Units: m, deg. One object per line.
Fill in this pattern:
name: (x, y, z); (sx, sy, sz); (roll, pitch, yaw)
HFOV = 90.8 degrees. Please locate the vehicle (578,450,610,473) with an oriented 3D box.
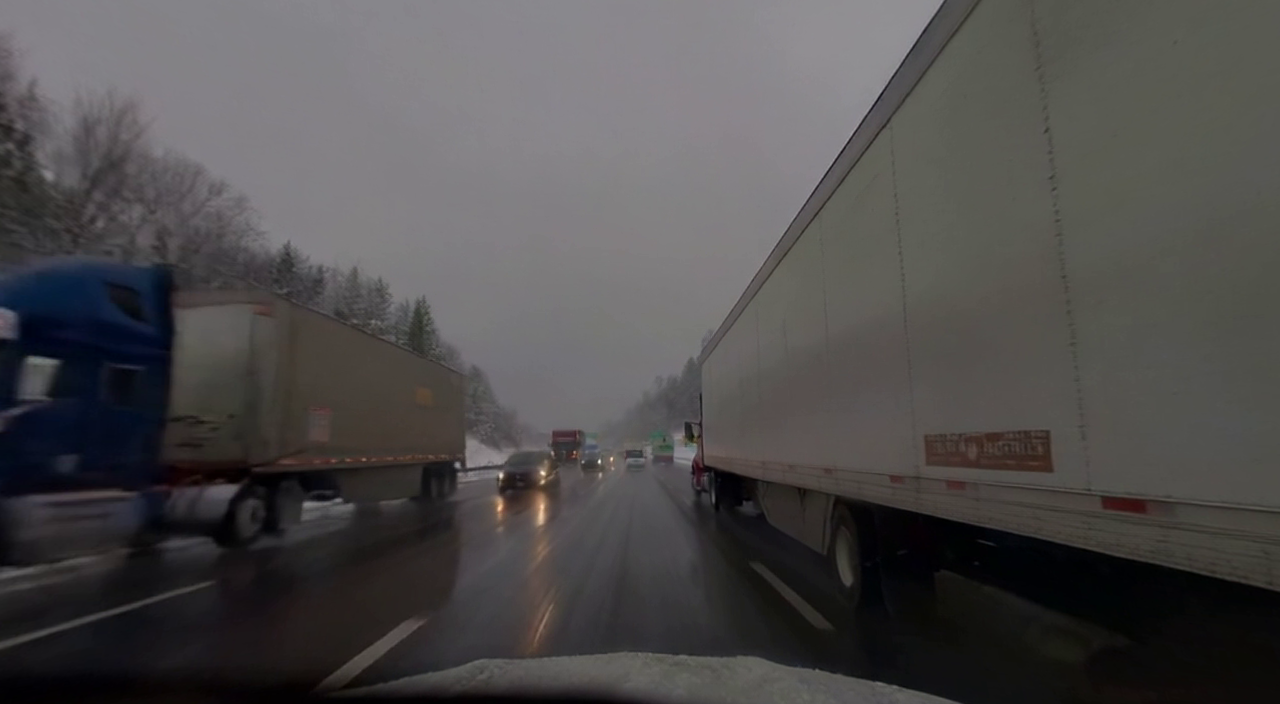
vehicle: (-3.313, 8.005, 46.182); (1.949, 1.555, 3.888); (0, -9, 1)

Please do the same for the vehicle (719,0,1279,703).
vehicle: (3.356, 0.510, 7.383); (2.845, 4.071, 14.008); (0, -9, -1)

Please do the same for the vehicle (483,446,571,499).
vehicle: (-3.677, 3.999, 21.378); (2.088, 1.589, 4.464); (0, -9, 1)

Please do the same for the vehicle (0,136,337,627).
vehicle: (-6.741, 0.629, 7.699); (3.004, 3.974, 5.891); (0, -9, 0)
